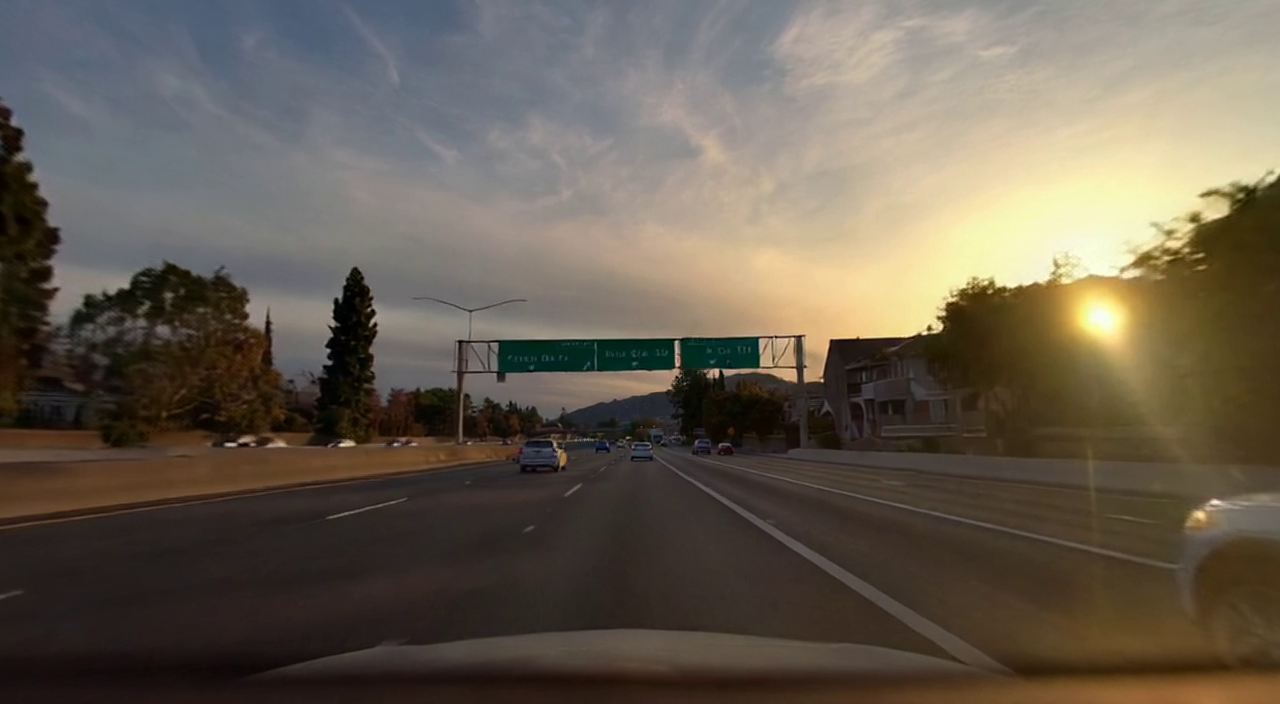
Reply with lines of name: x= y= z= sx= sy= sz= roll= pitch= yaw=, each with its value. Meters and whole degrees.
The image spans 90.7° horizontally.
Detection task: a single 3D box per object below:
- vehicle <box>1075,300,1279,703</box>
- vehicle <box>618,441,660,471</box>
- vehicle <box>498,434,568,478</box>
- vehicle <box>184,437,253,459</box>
vehicle: x=3.640 y=0.505 z=0.772 sx=2.463 sy=1.851 sz=5.122 roll=0 pitch=-9 yaw=-1
vehicle: x=-0.084 y=5.601 z=34.272 sx=2.146 sy=1.485 sz=4.332 roll=0 pitch=-9 yaw=-1
vehicle: x=-4.440 y=4.413 z=27.027 sx=2.260 sy=1.706 sz=4.177 roll=0 pitch=-9 yaw=0
vehicle: x=-32.681 y=7.463 z=49.225 sx=1.969 sy=1.644 sz=4.969 roll=1 pitch=-9 yaw=-1
